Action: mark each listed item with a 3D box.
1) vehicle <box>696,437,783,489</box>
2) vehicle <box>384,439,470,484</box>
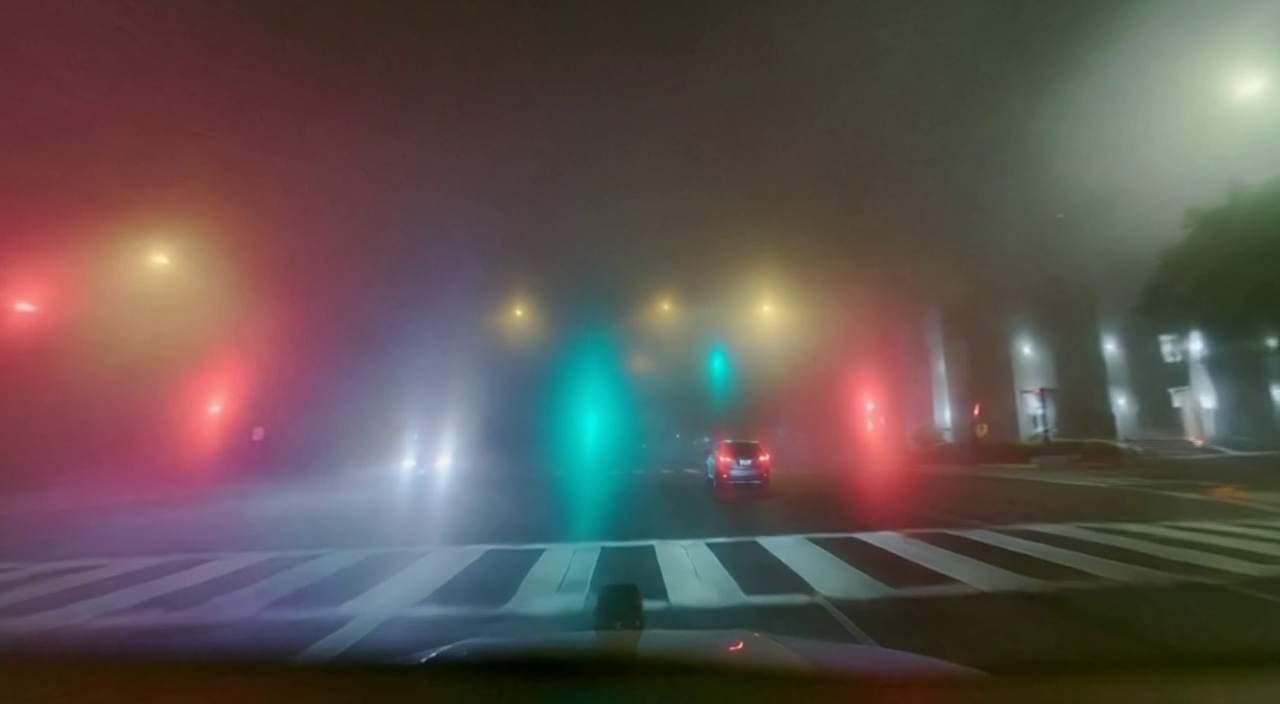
[{"bbox_3d":[3.014,3.477,20.172,1.964,1.448,4.295,0,-8,-2],"label":"vehicle"},{"bbox_3d":[-8.784,4.522,26.488,2.010,1.718,4.443,0,-8,0],"label":"vehicle"}]
